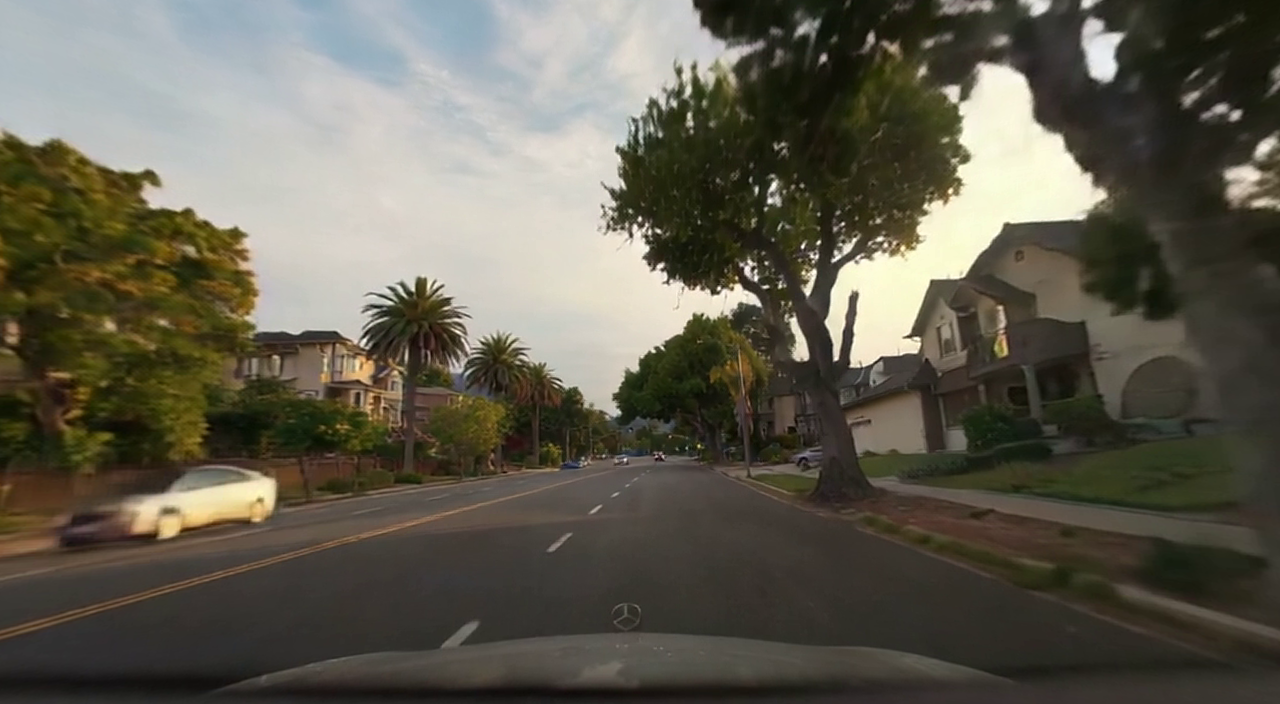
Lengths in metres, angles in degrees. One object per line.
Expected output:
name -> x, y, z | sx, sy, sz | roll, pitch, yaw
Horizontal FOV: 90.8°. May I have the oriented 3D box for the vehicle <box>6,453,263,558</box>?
vehicle -> -10.819, 3.241, 14.112 | 2.001, 1.725, 4.504 | -5, -9, 1
